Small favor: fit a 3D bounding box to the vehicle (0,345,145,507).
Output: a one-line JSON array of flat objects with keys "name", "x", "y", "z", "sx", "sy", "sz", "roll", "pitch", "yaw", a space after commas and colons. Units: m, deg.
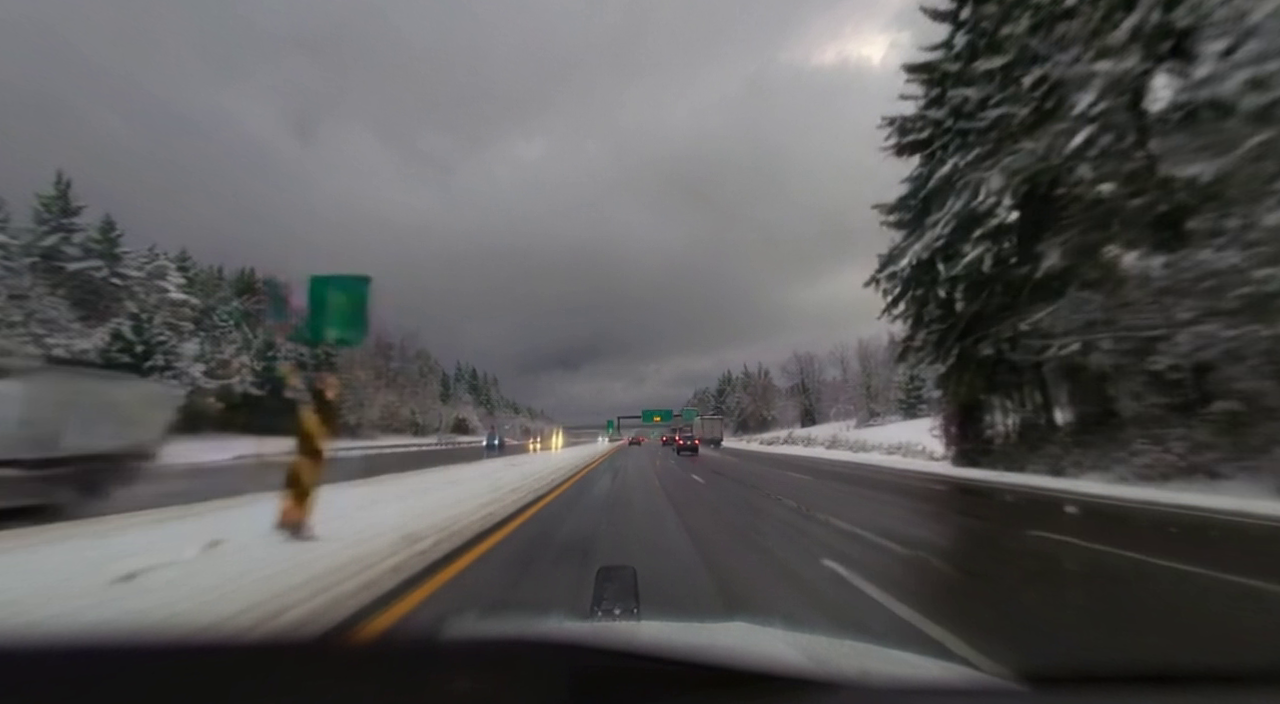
[{"name": "vehicle", "x": -12.708, "y": 1.338, "z": 11.363, "sx": 2.310, "sy": 2.895, "sz": 6.410, "roll": 0, "pitch": -8, "yaw": 0}]
